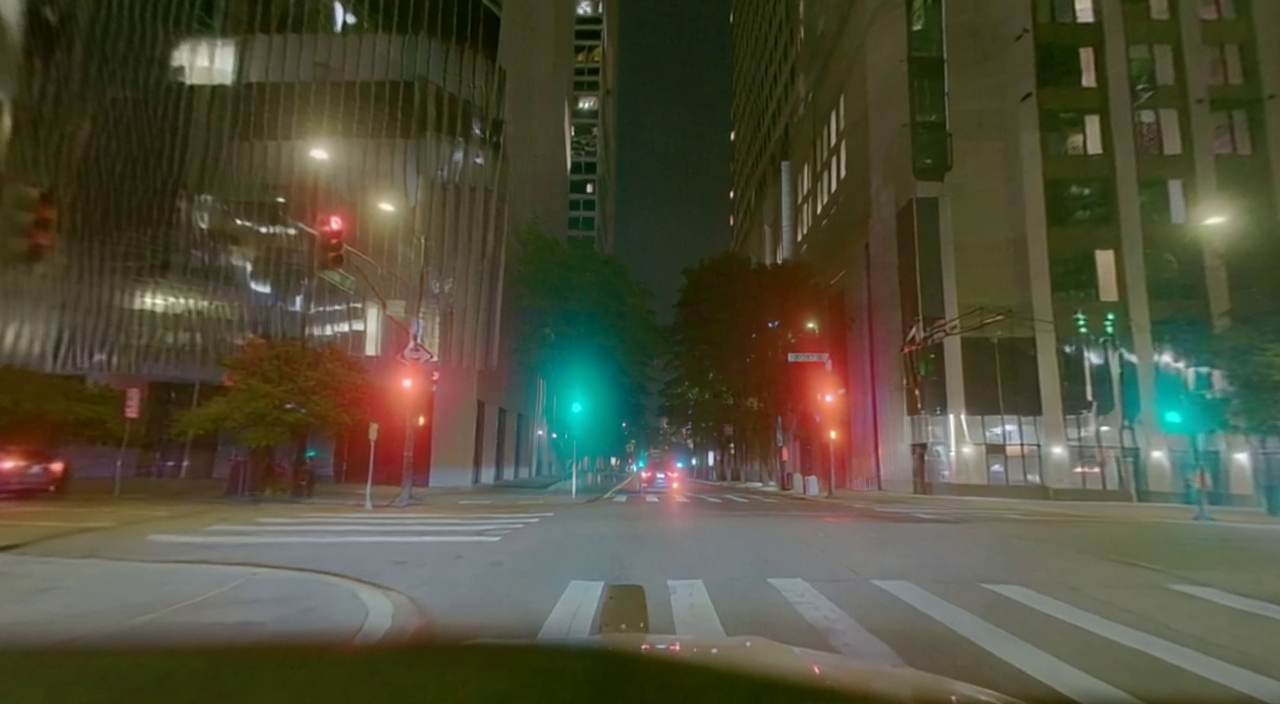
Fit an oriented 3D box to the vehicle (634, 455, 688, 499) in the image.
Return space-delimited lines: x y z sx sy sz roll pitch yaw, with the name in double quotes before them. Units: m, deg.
"vehicle" 0.819 5.174 26.364 2.079 1.621 3.861 0 -9 0
